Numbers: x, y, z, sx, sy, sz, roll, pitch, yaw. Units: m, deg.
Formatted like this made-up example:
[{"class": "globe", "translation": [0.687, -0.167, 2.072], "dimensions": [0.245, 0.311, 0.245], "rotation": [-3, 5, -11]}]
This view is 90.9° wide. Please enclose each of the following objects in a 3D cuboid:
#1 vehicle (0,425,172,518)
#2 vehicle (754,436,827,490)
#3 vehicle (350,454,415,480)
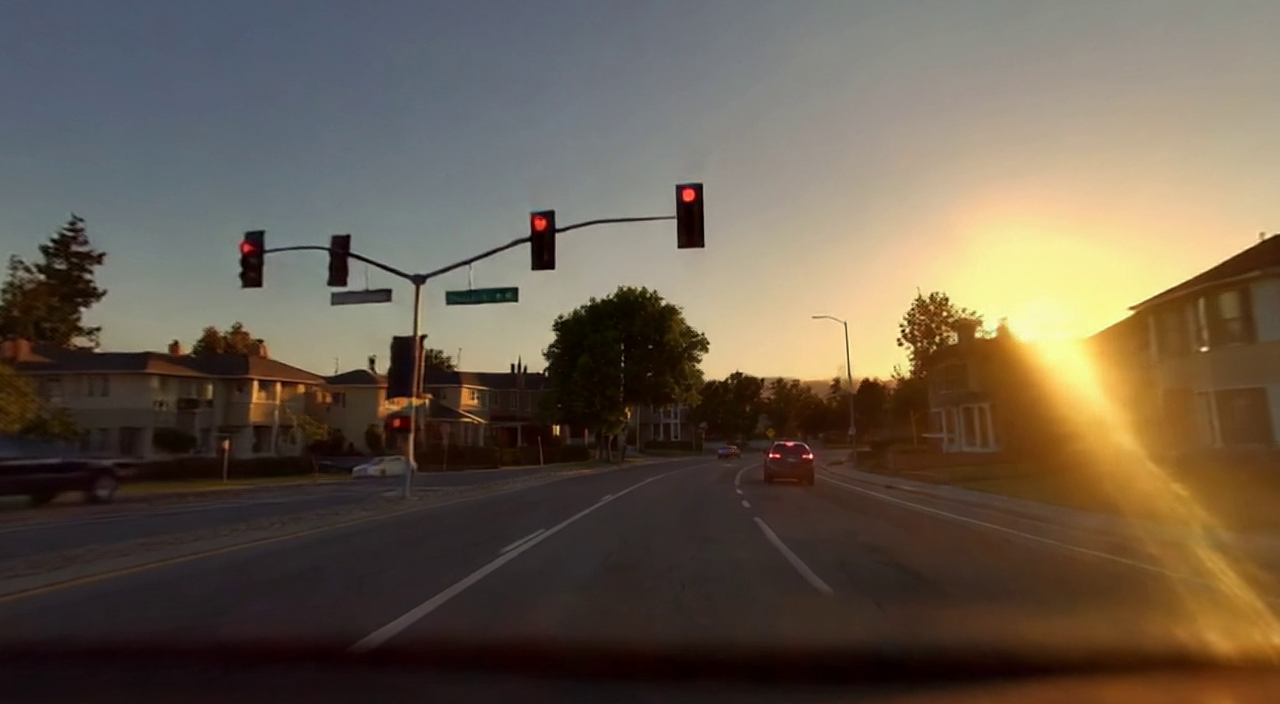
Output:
[{"class": "vehicle", "translation": [-15.224, 2.883, 15.584], "dimensions": [2.555, 2.009, 6.050], "rotation": [0, -9, 1]}, {"class": "vehicle", "translation": [5.643, 4.203, 24.210], "dimensions": [2.141, 1.833, 4.704], "rotation": [-1, -9, 6]}, {"class": "vehicle", "translation": [-16.041, 7.155, 39.504], "dimensions": [1.828, 1.497, 3.858], "rotation": [-2, -9, 12]}]
